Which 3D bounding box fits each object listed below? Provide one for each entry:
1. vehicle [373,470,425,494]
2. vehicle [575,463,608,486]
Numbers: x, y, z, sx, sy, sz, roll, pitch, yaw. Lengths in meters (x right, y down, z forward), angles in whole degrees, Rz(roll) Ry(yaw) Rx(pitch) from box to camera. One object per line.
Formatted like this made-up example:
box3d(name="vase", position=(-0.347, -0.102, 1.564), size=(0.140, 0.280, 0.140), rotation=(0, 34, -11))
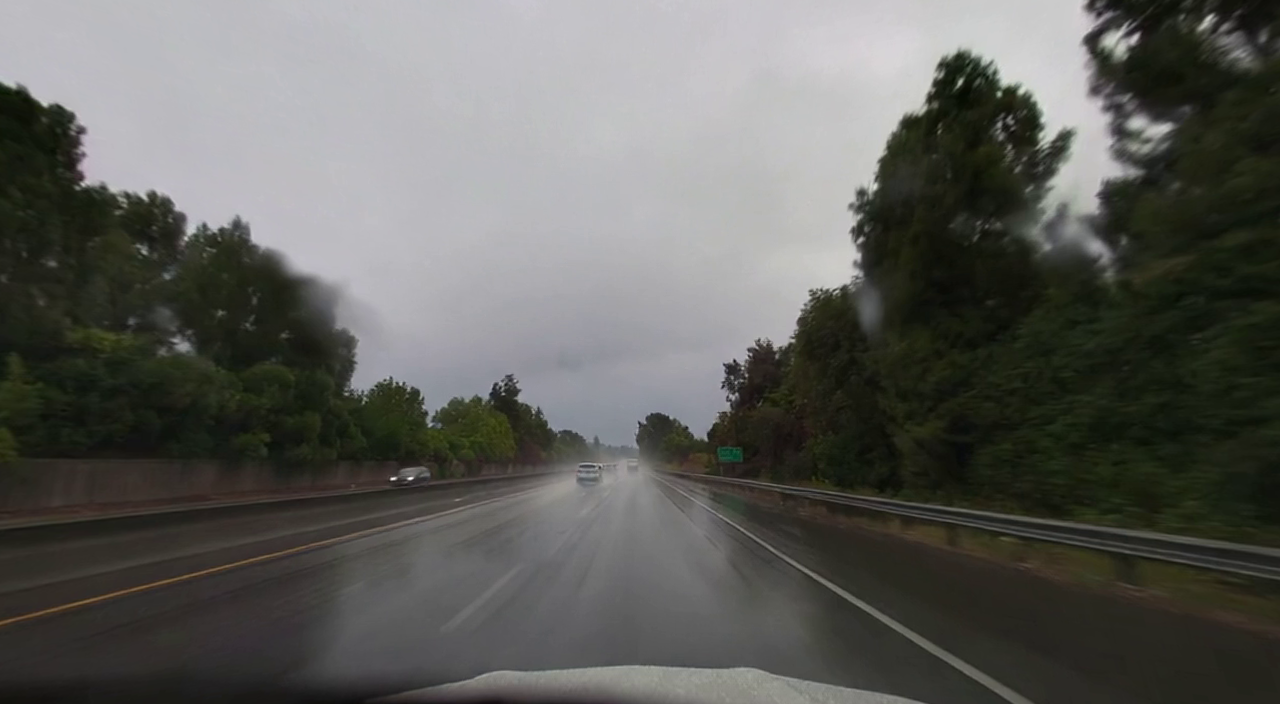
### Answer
box3d(name="vehicle", position=(-15.650, 8.427, 41.153), size=(1.769, 1.448, 4.147), rotation=(1, -10, 0))
box3d(name="vehicle", position=(-3.612, 9.295, 48.012), size=(2.121, 1.664, 4.503), rotation=(1, -10, 0))
